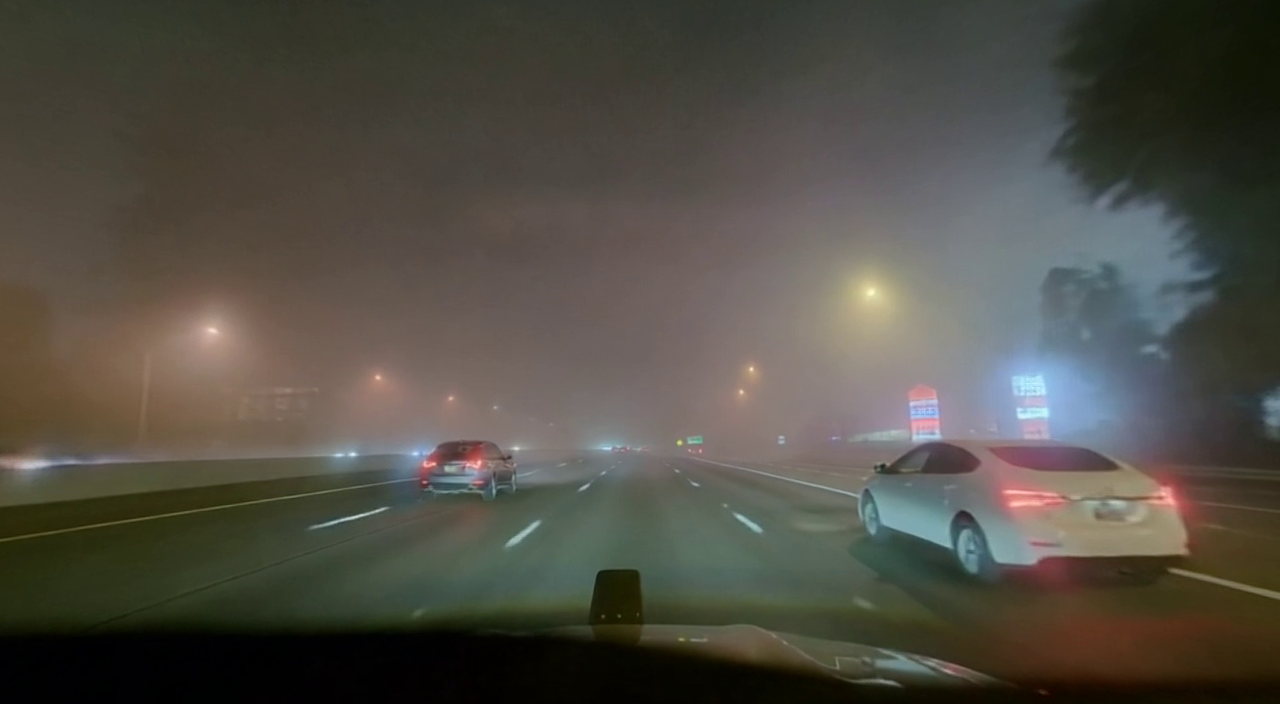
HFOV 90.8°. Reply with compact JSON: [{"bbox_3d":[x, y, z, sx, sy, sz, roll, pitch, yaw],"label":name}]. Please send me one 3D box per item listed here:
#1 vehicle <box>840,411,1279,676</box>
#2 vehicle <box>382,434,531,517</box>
[{"bbox_3d":[3.858,1.459,6.157,2.164,1.507,4.914,0,-8,-1],"label":"vehicle"},{"bbox_3d":[-3.756,2.603,13.832,1.939,1.508,4.272,0,-8,1],"label":"vehicle"}]
